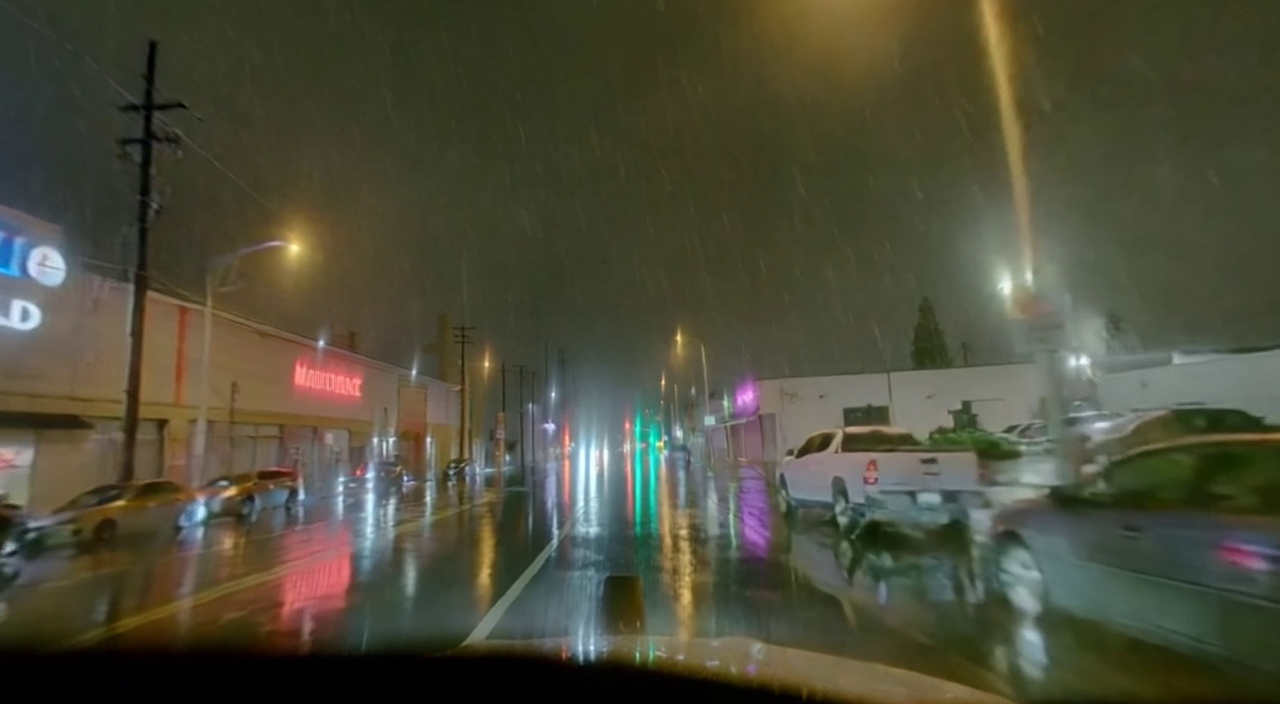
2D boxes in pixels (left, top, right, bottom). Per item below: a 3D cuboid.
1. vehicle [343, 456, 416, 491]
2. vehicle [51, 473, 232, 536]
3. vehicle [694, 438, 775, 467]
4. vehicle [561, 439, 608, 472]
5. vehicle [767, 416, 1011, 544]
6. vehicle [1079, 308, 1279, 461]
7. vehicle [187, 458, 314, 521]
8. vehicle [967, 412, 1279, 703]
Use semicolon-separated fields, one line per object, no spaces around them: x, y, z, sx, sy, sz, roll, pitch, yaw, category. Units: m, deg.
-15.324;7.158;37.495;1.966;1.760;5.423;-1;-8;1;vehicle
-15.148;4.617;19.586;2.049;1.496;4.338;-1;-8;0;vehicle
5.440;5.859;36.935;4.474;1.632;2.234;-1;-8;5;vehicle
-3.291;6.199;38.222;2.348;1.831;4.737;0;-8;1;vehicle
3.828;2.097;11.120;2.048;1.658;5.559;0;-9;0;vehicle
19.212;1.092;17.892;10.707;3.850;3.717;1;-8;-1;vehicle
-15.279;5.364;25.136;2.081;1.791;4.799;-6;-7;-1;vehicle
3.894;1.058;3.259;1.862;1.451;4.544;0;-9;-2;vehicle
